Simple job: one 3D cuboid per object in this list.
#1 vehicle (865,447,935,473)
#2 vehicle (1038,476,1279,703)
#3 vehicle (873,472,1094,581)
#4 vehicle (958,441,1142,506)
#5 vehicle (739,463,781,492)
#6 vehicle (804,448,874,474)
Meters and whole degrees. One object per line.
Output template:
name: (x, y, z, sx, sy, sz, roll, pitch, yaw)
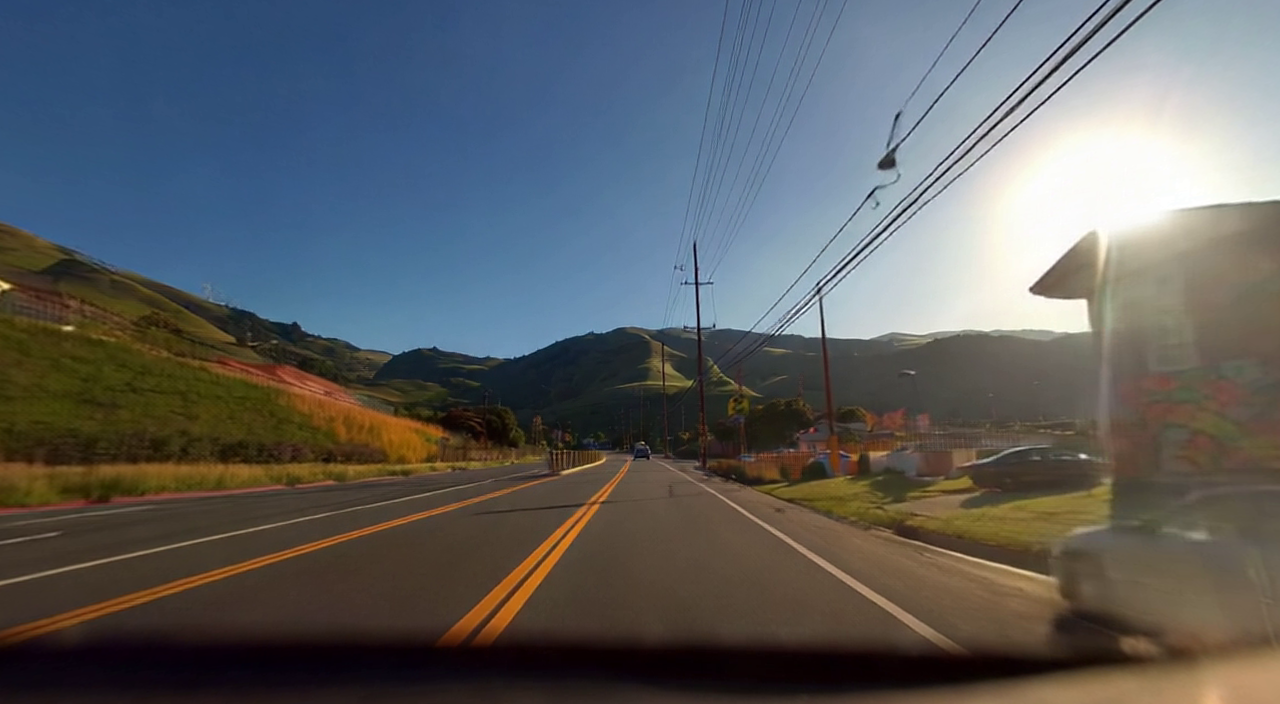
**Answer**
vehicle: (17.227, 7.143, 42.002, 3.878, 1.663, 1.752, 0, -8, 2)
vehicle: (6.029, 2.023, 5.493, 1.966, 1.829, 4.812, -1, -12, 1)
vehicle: (6.048, 3.081, 11.797, 1.926, 1.497, 3.988, 0, -8, 1)
vehicle: (14.881, 4.439, 23.212, 4.982, 1.869, 2.265, -4, -11, 0)
vehicle: (6.818, 7.166, 36.312, 1.781, 1.432, 4.169, 0, -8, 2)
vehicle: (15.409, 8.477, 49.150, 4.798, 1.934, 1.908, 0, -8, 1)
